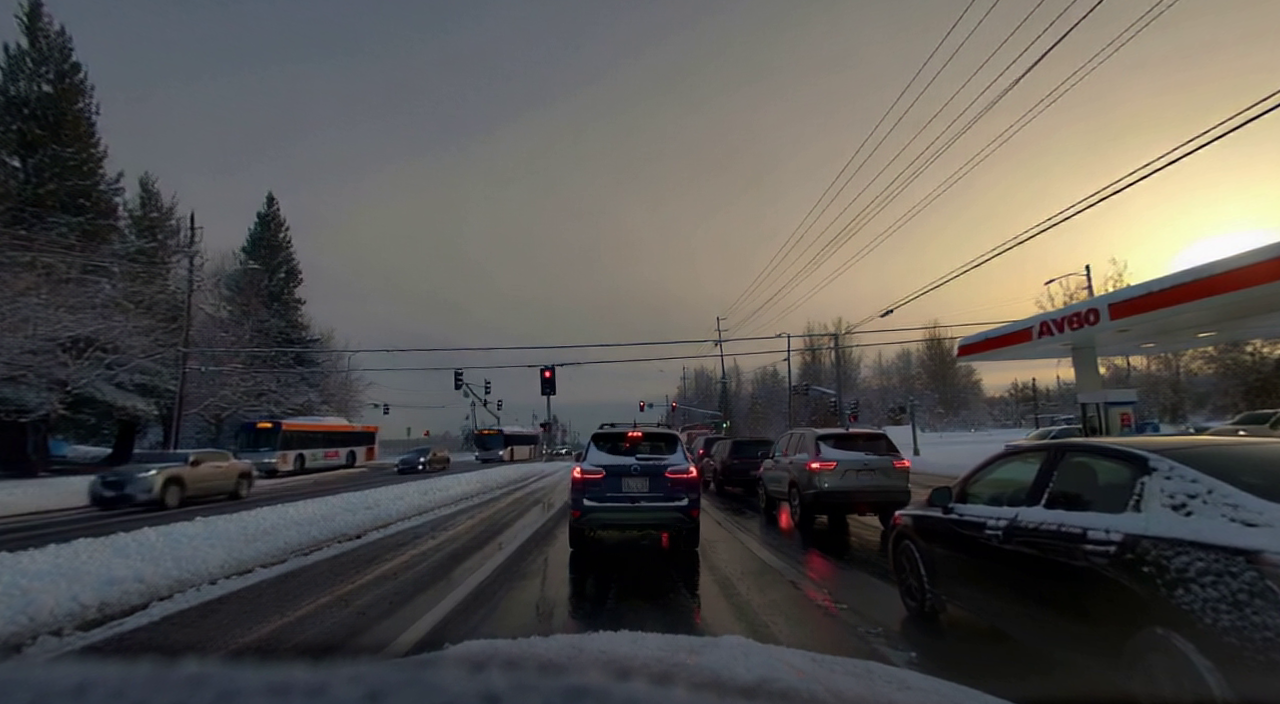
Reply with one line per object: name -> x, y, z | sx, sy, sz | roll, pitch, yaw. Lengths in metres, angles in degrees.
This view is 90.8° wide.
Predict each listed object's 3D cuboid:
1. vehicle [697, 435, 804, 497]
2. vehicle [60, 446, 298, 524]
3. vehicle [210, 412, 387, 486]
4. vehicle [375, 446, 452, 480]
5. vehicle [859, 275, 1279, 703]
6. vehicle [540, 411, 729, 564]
vehicle -> 2.884, 3.094, 17.574 | 2.040, 1.481, 4.407 | 0, -9, -2
vehicle -> -10.360, 2.972, 14.808 | 2.030, 1.498, 4.690 | 0, -9, 0
vehicle -> -18.695, 5.523, 36.274 | 3.010, 3.475, 12.655 | 0, -9, 1
vehicle -> -10.592, 5.197, 29.917 | 1.976, 1.483, 4.630 | 0, -9, 0
vehicle -> 3.084, 0.904, 3.643 | 2.049, 1.813, 4.245 | 0, -9, -1
vehicle -> -0.109, 1.806, 9.112 | 2.087, 1.677, 4.053 | 0, -9, -2
